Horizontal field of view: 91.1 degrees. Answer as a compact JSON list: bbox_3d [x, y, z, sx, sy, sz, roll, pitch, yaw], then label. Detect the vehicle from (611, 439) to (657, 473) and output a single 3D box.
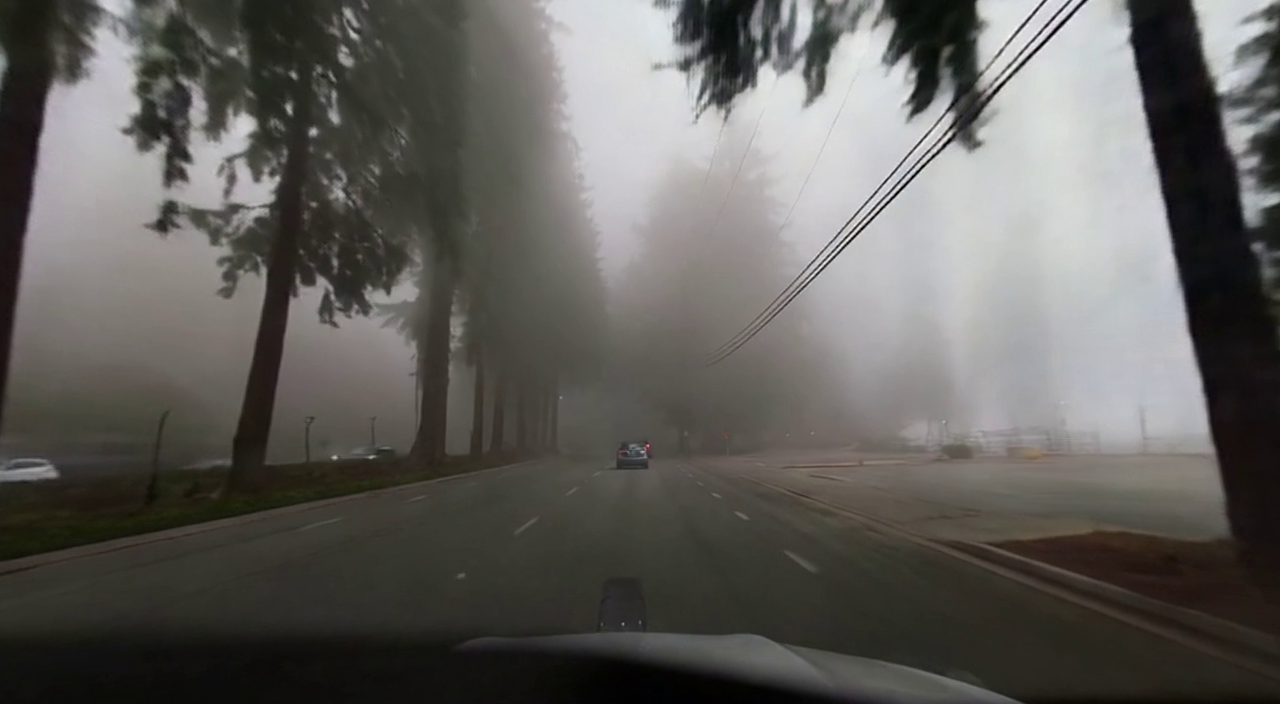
[{"bbox_3d":[-0.275,4.875,29.598,1.991,1.463,3.988,0,-9,0],"label":"vehicle"}]
